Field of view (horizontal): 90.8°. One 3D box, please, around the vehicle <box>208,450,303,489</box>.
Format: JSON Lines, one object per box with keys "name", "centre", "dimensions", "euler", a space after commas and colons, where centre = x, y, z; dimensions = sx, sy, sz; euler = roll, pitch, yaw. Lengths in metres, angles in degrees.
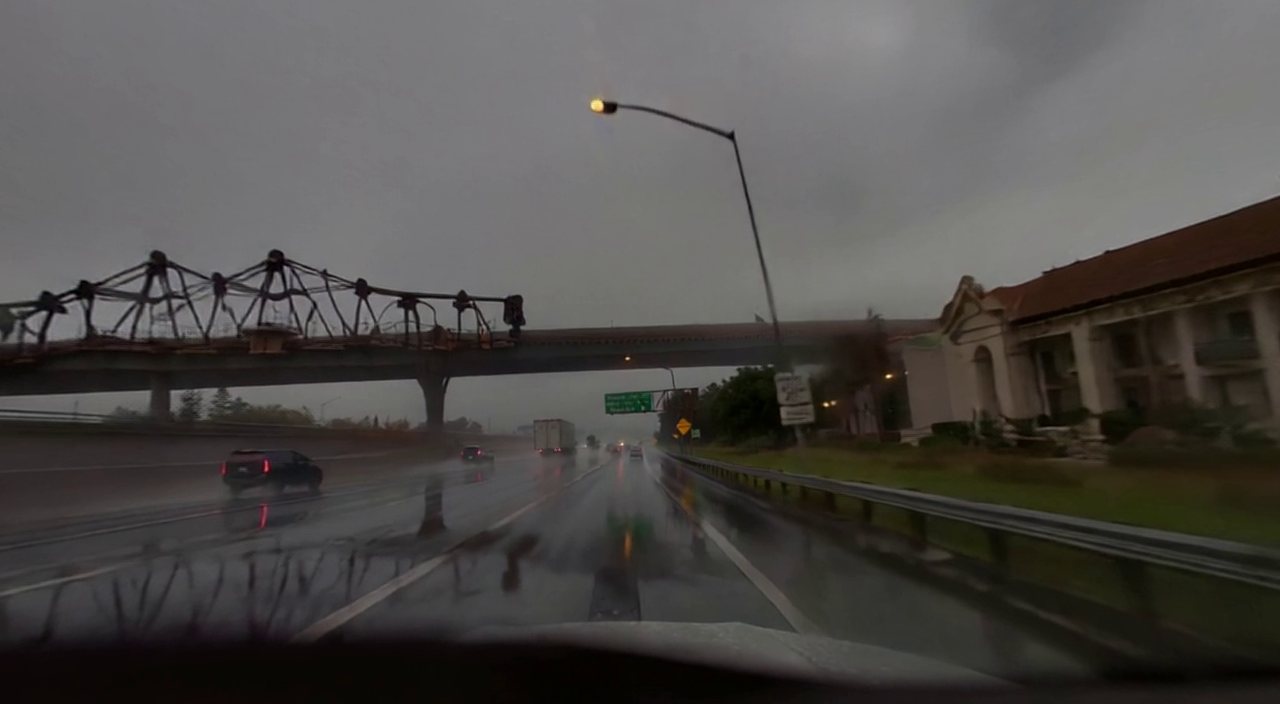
{"name": "vehicle", "centre": [-19.210, 5.863, 31.871], "dimensions": [1.932, 1.752, 4.541], "euler": [-1, -8, 0]}
